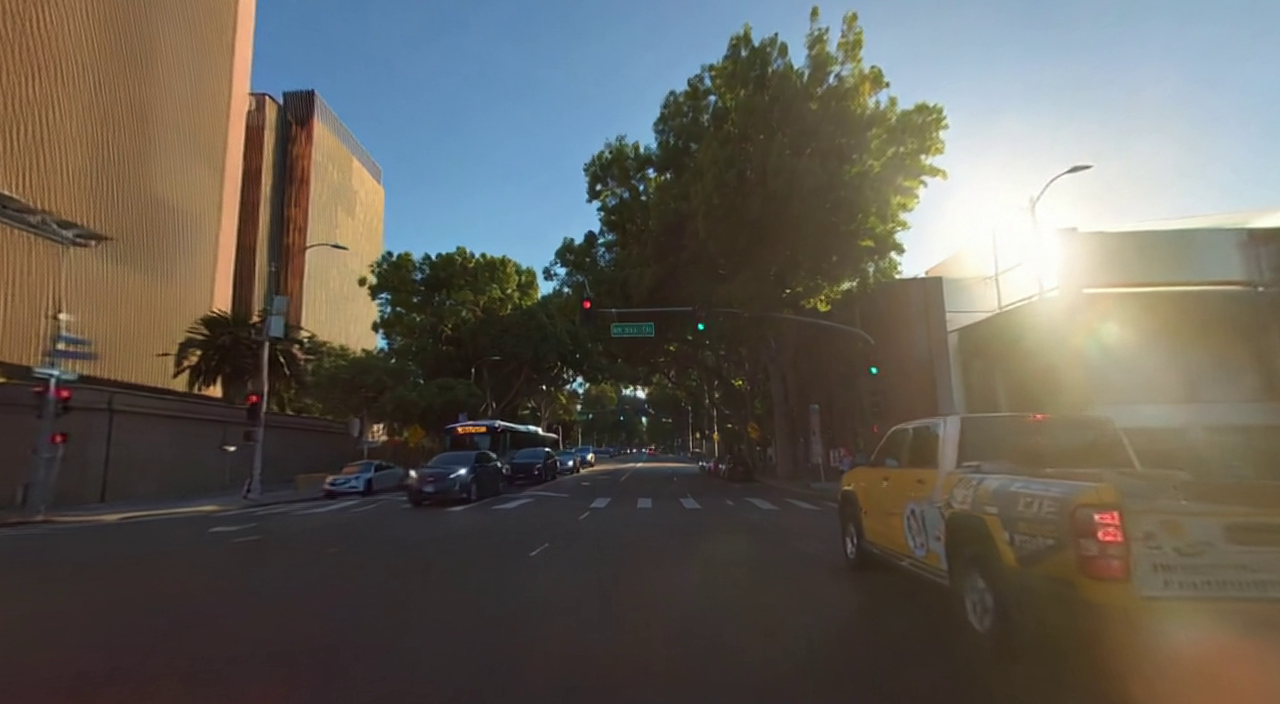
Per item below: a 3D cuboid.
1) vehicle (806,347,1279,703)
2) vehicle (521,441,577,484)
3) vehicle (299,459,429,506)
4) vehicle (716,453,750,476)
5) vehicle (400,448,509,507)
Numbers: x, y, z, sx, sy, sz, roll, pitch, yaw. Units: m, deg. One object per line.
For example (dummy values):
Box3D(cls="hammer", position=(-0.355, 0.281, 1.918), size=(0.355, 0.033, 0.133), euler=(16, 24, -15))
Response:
Box3D(cls="vehicle", position=(3.301, 1.299, 5.632), size=(2.118, 1.848, 5.426), euler=(0, -9, 0))
Box3D(cls="vehicle", position=(-5.006, 6.163, 35.626), size=(2.304, 2.208, 5.200), euler=(0, -9, 1))
Box3D(cls="vehicle", position=(-10.188, 4.818, 23.730), size=(2.003, 1.489, 4.656), euler=(-2, -9, 13))
Box3D(cls="vehicle", position=(7.124, 8.608, 48.578), size=(1.962, 1.617, 4.325), euler=(0, -9, 0))
Box3D(cls="vehicle", position=(-5.553, 3.775, 19.481), size=(1.997, 1.610, 4.144), euler=(0, -9, 1))
